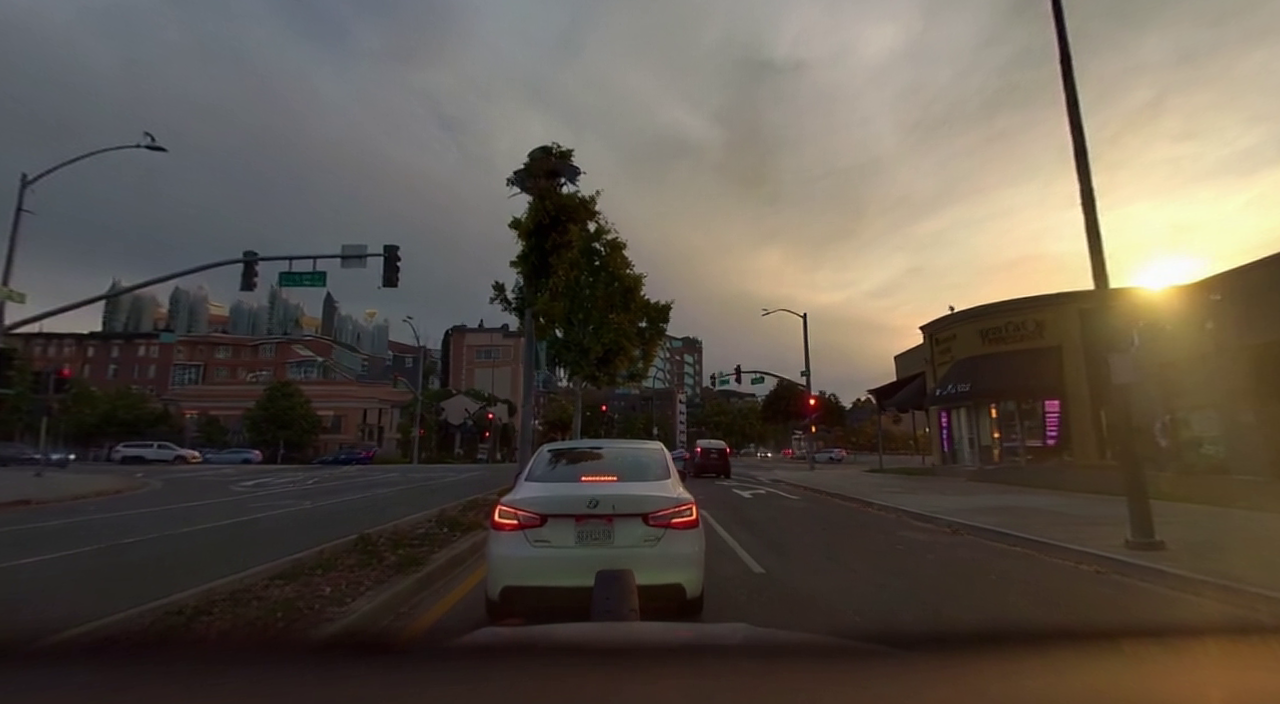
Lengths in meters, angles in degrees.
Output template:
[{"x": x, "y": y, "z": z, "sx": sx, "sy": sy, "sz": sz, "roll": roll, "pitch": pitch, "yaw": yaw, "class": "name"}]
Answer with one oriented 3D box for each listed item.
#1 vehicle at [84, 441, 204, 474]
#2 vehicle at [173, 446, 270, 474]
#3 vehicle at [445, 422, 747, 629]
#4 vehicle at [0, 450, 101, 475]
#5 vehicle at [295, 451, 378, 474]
[{"x": -28.082, "y": 5.983, "z": 35.938, "sx": 4.877, "sy": 1.754, "sz": 1.978, "roll": 2, "pitch": -9, "yaw": -12, "class": "vehicle"}, {"x": -26.468, "y": 6.820, "z": 40.101, "sx": 4.575, "sy": 1.718, "sz": 2.008, "roll": 2, "pitch": -9, "yaw": -12, "class": "vehicle"}, {"x": -0.331, "y": 1.571, "z": 6.760, "sx": 2.173, "sy": 1.479, "sz": 4.264, "roll": 0, "pitch": -8, "yaw": 0, "class": "vehicle"}, {"x": -35.653, "y": 6.676, "z": 38.188, "sx": 4.199, "sy": 1.432, "sz": 1.727, "roll": 2, "pitch": -9, "yaw": -12, "class": "vehicle"}, {"x": -19.935, "y": 7.285, "z": 41.689, "sx": 4.548, "sy": 1.449, "sz": 1.802, "roll": 2, "pitch": -9, "yaw": -13, "class": "vehicle"}]
